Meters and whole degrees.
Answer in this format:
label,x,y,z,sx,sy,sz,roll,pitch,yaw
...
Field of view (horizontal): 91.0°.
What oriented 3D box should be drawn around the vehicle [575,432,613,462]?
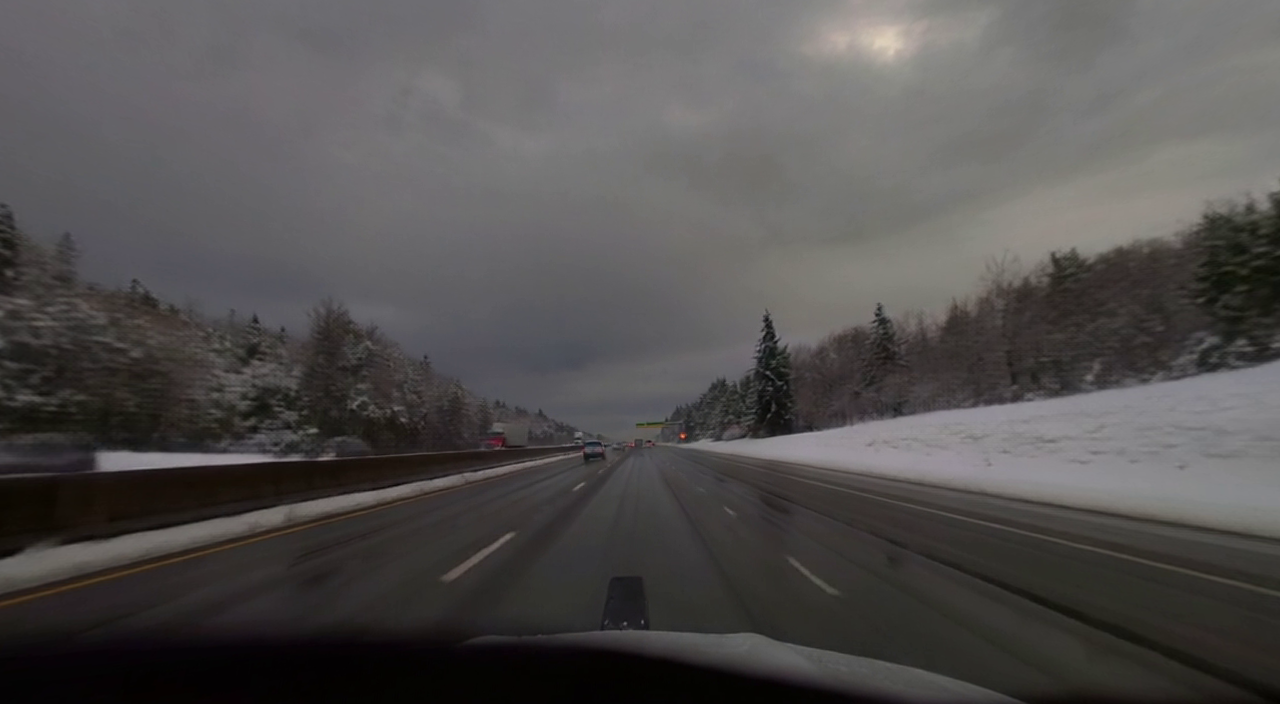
label,x,y,z,sx,sy,sz,roll,pitch,yaw
vehicle,-3.236,6.780,44.873,2.286,2.011,4.452,0,-8,1
